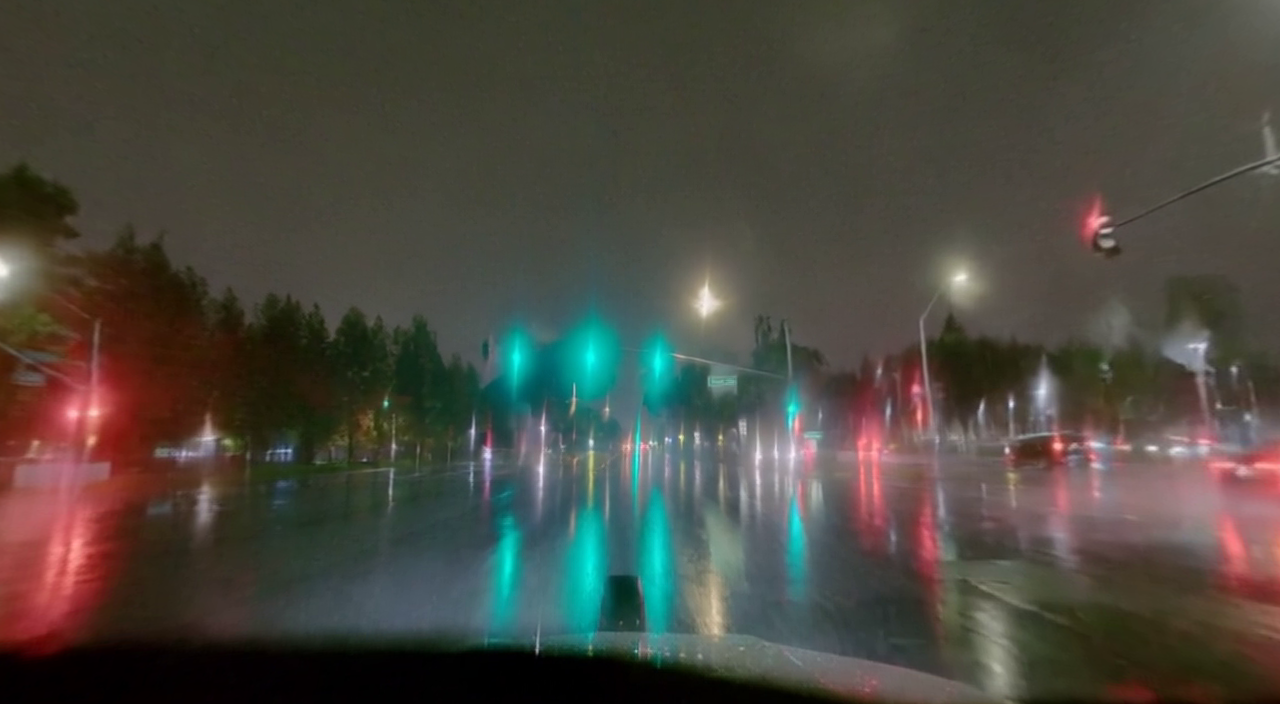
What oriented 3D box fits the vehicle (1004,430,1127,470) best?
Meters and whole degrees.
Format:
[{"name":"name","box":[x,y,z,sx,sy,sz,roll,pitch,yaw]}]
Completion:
[{"name":"vehicle","box":[23.528,5.536,35.439,2.802,1.992,6.440,-2,-10,5]}]

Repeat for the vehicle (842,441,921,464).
[{"name":"vehicle","box":[16.035,6.708,42.139,4.483,1.452,1.924,0,-9,-1]}]
